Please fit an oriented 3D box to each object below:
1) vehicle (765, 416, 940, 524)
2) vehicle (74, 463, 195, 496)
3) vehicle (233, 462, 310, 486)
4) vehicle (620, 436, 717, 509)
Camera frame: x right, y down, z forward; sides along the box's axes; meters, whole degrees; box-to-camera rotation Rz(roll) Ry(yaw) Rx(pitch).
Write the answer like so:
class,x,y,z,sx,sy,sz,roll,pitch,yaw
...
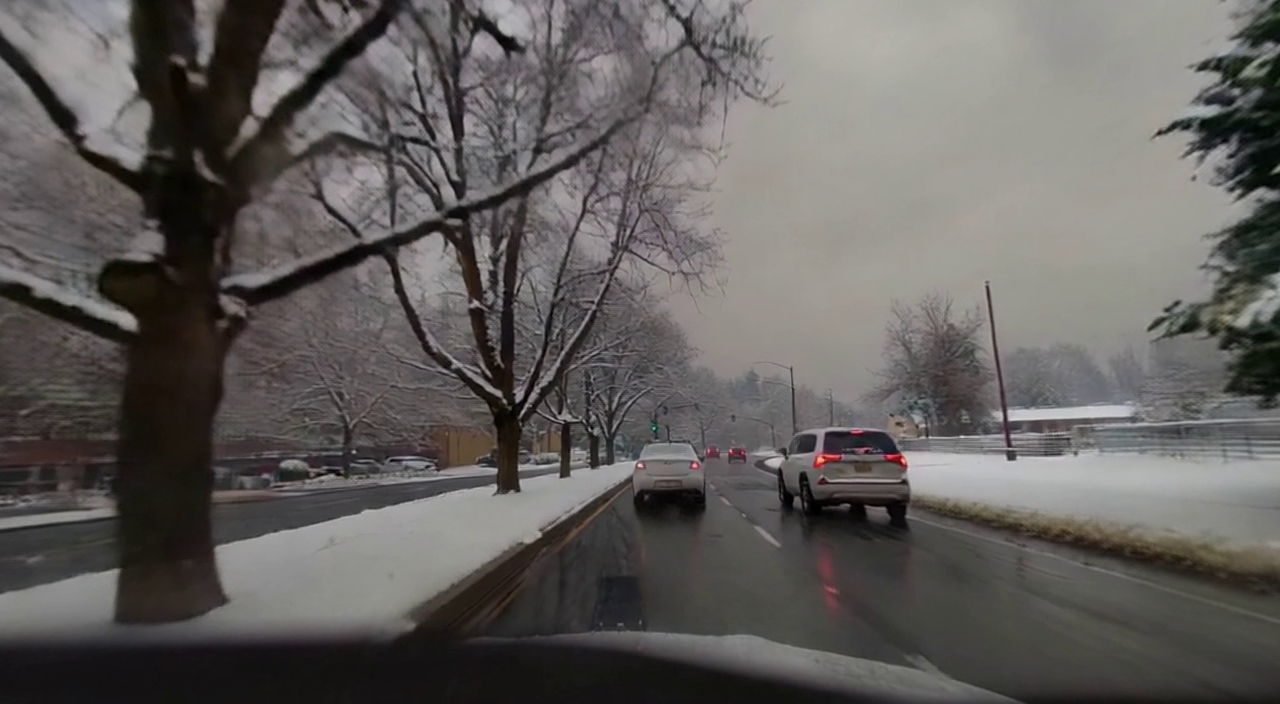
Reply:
class,x,y,z,sx,sy,sz,roll,pitch,yaw
vehicle,4.187,2.412,13.547,1.953,1.818,5.299,0,-8,1
vehicle,-27.215,6.891,34.062,4.951,1.618,1.952,-1,-8,3
vehicle,-26.125,8.609,44.728,4.434,1.582,1.946,-2,-8,10
vehicle,0.722,2.976,16.088,2.154,1.585,3.997,-1,-8,3
